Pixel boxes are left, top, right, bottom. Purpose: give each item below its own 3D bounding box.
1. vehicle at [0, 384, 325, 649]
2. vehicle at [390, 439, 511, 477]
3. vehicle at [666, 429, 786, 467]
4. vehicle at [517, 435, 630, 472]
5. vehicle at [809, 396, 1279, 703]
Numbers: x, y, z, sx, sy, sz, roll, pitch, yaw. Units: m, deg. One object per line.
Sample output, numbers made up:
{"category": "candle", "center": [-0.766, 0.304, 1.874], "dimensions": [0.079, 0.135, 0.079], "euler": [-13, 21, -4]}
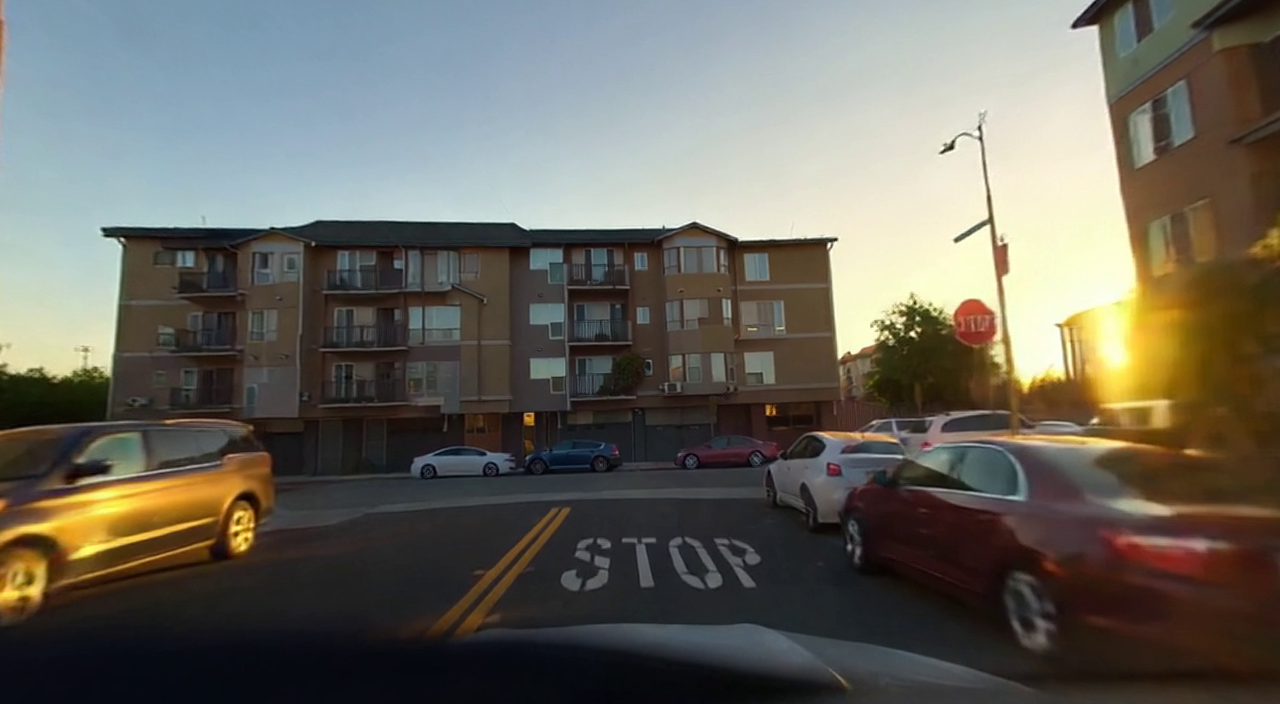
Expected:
{"category": "vehicle", "center": [-5.928, 1.540, 6.914], "dimensions": [2.208, 1.903, 6.040], "euler": [0, -8, -4]}
{"category": "vehicle", "center": [-7.623, 4.307, 25.764], "dimensions": [4.423, 1.449, 1.813], "euler": [1, -8, -5]}
{"category": "vehicle", "center": [3.520, 3.999, 26.342], "dimensions": [4.681, 1.480, 1.817], "euler": [0, -8, -3]}
{"category": "vehicle", "center": [-2.702, 4.176, 26.124], "dimensions": [4.489, 1.470, 1.776], "euler": [1, -8, -4]}
{"category": "vehicle", "center": [3.167, 1.282, 5.070], "dimensions": [2.024, 1.503, 4.565], "euler": [1, -8, -5]}
